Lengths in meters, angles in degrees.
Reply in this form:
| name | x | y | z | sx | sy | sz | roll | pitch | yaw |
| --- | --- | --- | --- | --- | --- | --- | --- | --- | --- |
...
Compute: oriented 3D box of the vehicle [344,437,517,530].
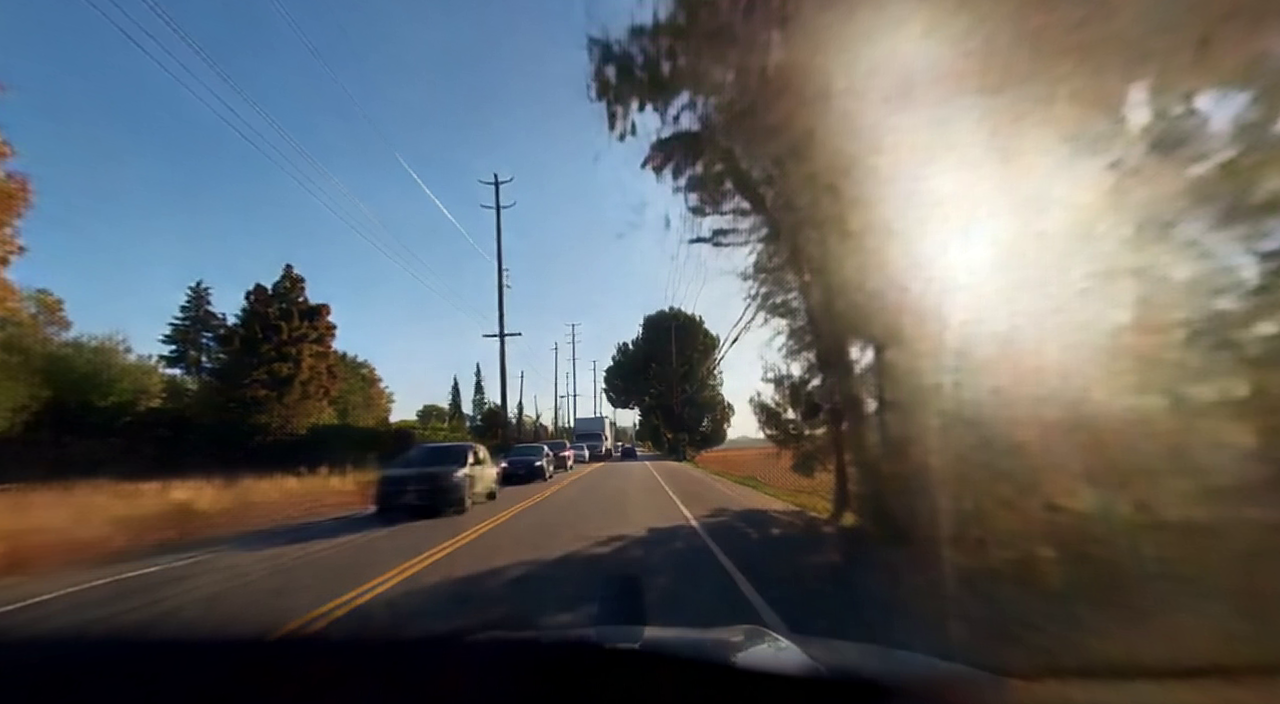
| name | x | y | z | sx | sy | sz | roll | pitch | yaw |
| --- | --- | --- | --- | --- | --- | --- | --- | --- | --- |
| vehicle | -4.520 | 2.858 | 14.557 | 2.284 | 1.634 | 4.756 | -4 | -8 | 1 |
